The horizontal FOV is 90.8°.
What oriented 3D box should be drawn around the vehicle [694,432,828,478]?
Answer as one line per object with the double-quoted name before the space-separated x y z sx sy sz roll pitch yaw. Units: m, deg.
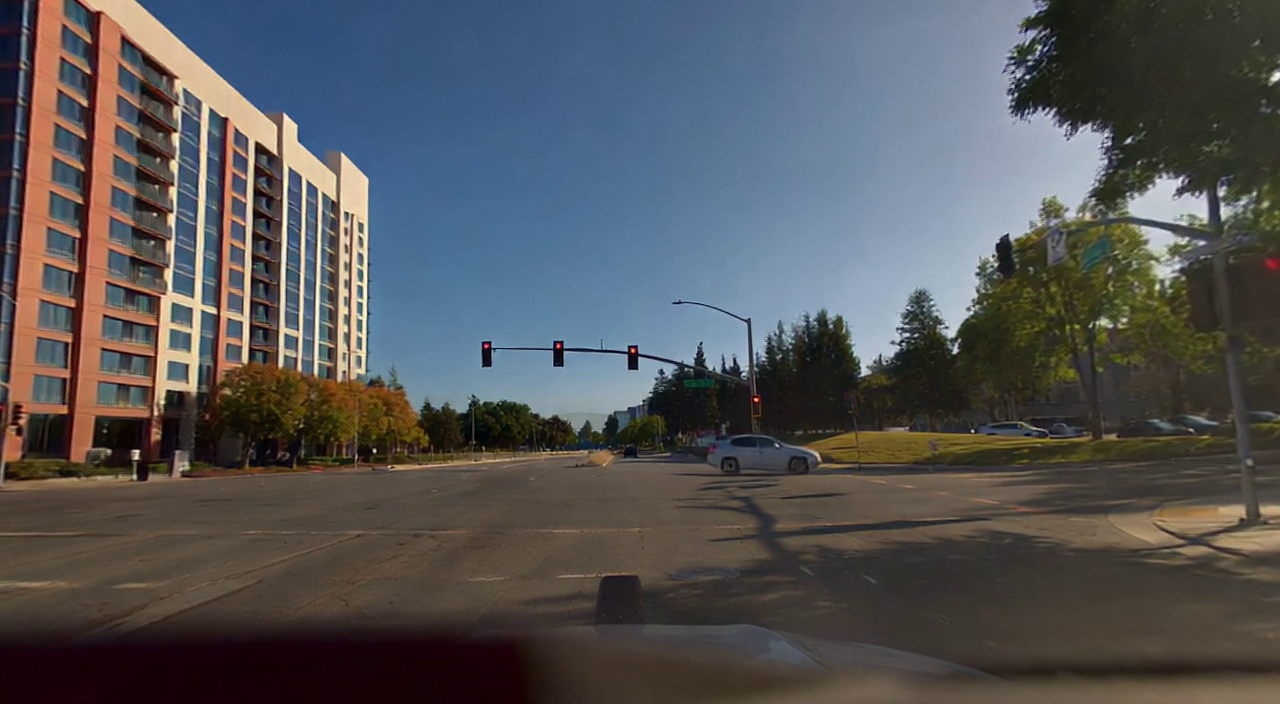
"vehicle" 5.156 4.366 26.922 5.357 1.814 2.141 -3 -9 15
